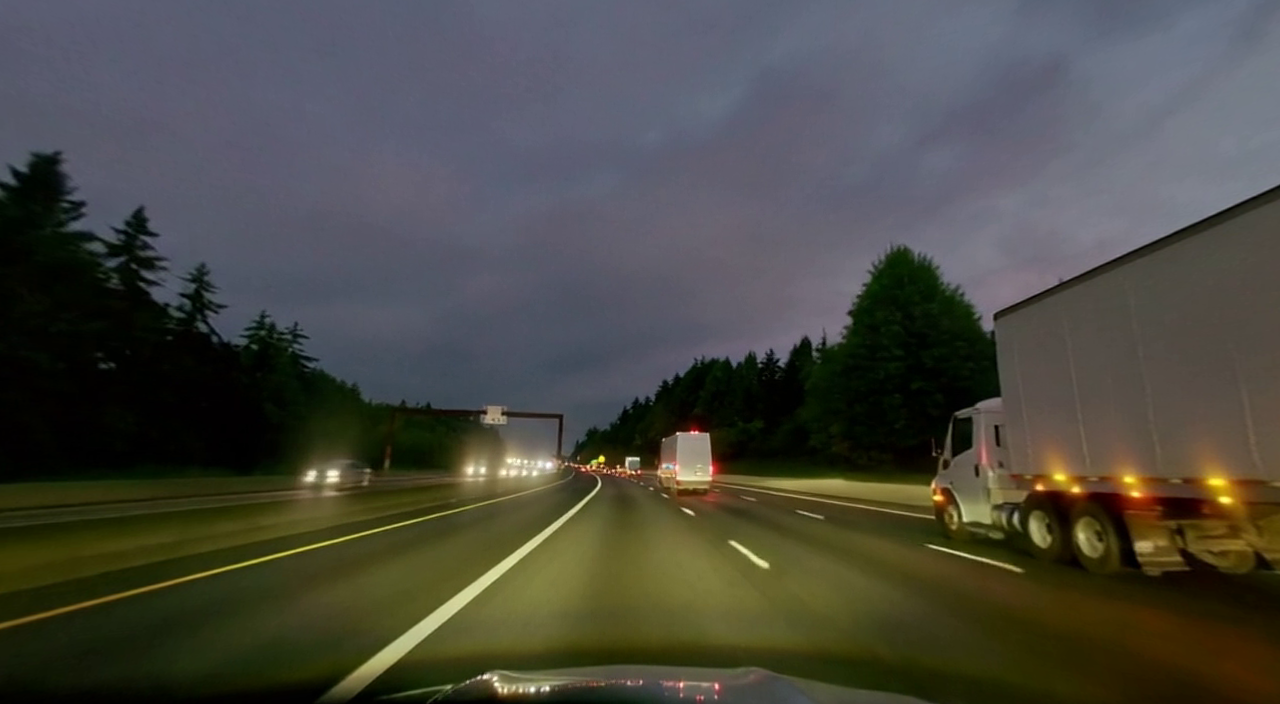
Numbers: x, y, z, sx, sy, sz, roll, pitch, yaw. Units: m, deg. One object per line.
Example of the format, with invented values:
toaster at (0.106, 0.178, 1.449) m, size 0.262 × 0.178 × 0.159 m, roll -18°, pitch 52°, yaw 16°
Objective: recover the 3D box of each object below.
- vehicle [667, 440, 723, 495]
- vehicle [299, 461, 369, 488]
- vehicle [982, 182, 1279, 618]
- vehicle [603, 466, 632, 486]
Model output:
vehicle at (2.844, 6.193, 33.752) m, size 2.291 × 2.639 × 5.280 m, roll 1°, pitch -10°, yaw -2°
vehicle at (-17.857, 7.181, 36.941) m, size 1.864 × 1.427 × 4.621 m, roll 1°, pitch -10°, yaw -1°
vehicle at (7.570, 0.053, 3.725) m, size 2.866 × 4.102 × 14.351 m, roll 1°, pitch -10°, yaw -1°
vehicle at (-1.802, 9.768, 49.647) m, size 2.106 × 1.524 × 4.381 m, roll 1°, pitch -10°, yaw -3°
